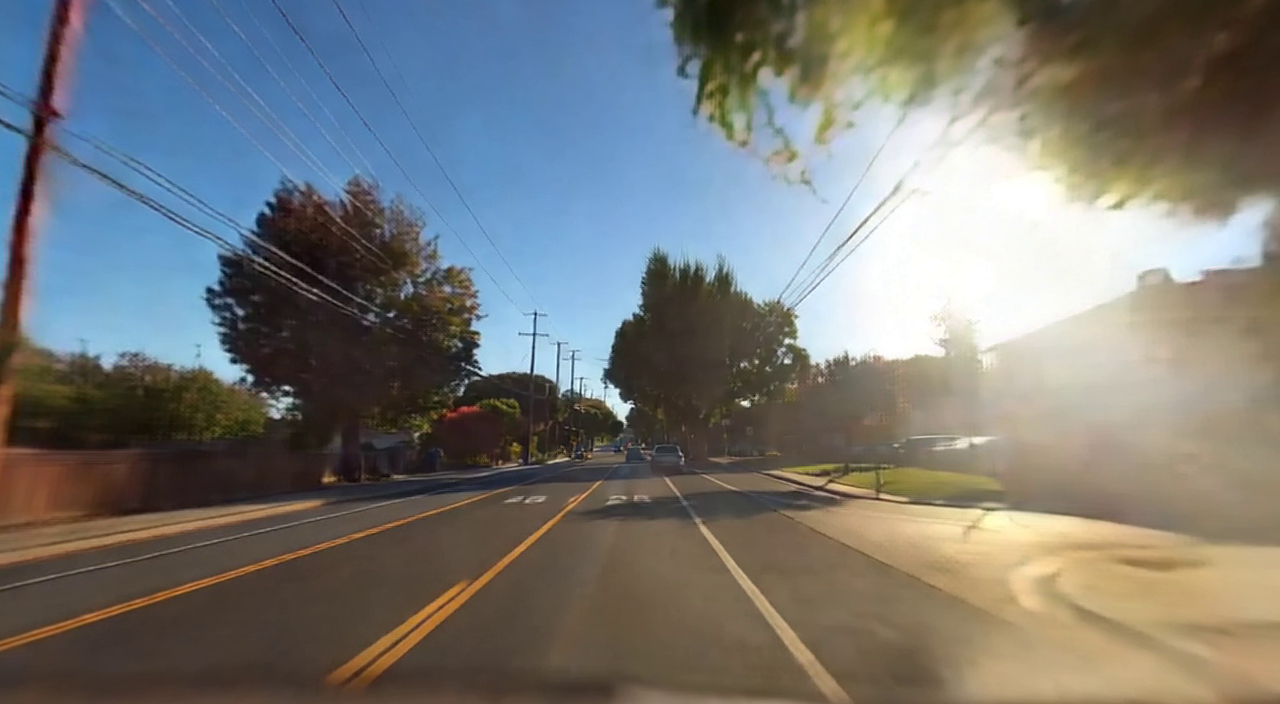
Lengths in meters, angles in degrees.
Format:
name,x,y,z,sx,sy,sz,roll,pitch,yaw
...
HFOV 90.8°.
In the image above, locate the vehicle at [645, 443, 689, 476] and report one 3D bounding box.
name,x,y,z,sx,sy,sz,roll,pitch,yaw
vehicle,1.254,5.185,30.885,1.975,1.497,3.647,0,-8,0
